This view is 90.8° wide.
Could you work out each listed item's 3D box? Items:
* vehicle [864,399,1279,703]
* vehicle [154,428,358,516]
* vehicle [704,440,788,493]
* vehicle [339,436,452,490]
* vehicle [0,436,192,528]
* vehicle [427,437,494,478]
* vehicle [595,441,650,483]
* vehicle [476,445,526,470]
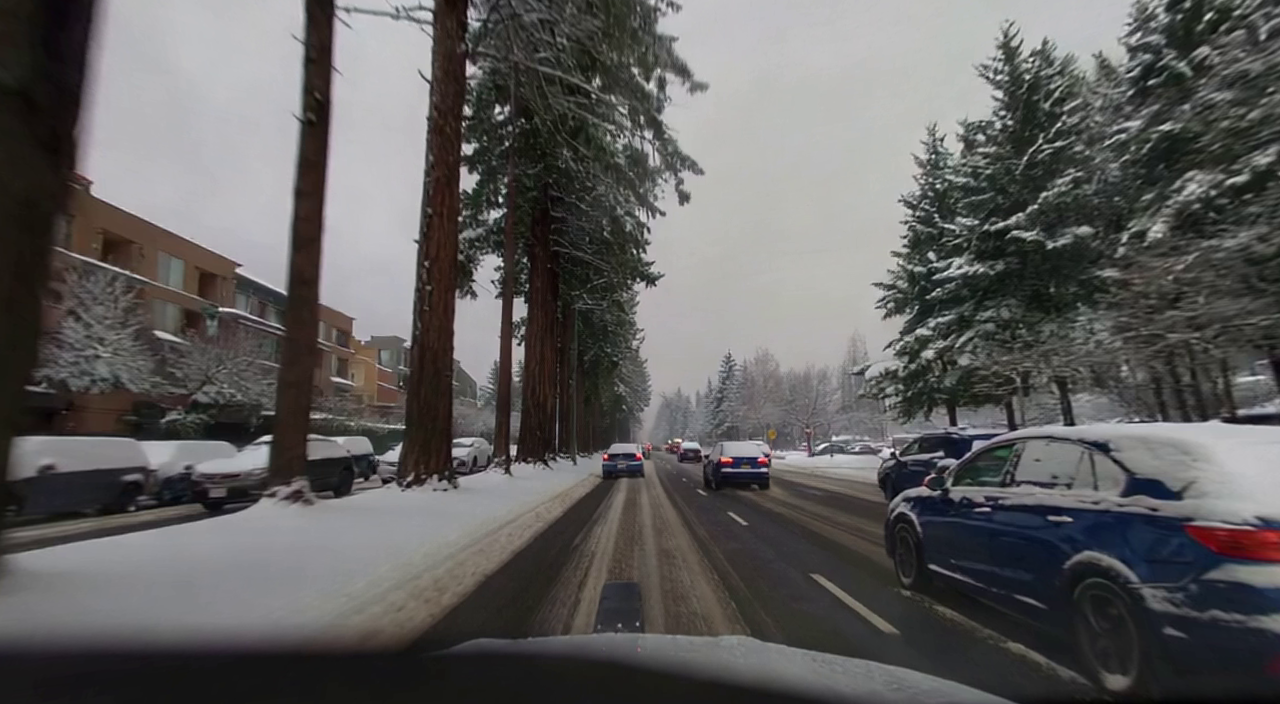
[{"bbox_3d":[3.421,1.210,4.339,2.021,1.471,4.666,0,-8,0],"label":"vehicle"},{"bbox_3d":[-8.820,2.780,15.131,2.105,1.745,4.478,-1,-8,-1],"label":"vehicle"},{"bbox_3d":[3.207,3.539,19.912,1.852,1.498,3.825,0,-9,-2],"label":"vehicle"},{"bbox_3d":[-8.846,4.050,23.434,2.145,1.747,5.014,-1,-8,0],"label":"vehicle"},{"bbox_3d":[-12.496,2.738,13.939,1.980,1.693,4.343,0,-8,0],"label":"vehicle"},{"bbox_3d":[-8.916,5.236,31.781,2.043,1.860,4.656,-1,-8,0],"label":"vehicle"},{"bbox_3d":[-0.638,4.233,24.611,1.994,1.479,3.647,0,-8,0],"label":"vehicle"},{"bbox_3d":[-8.819,6.740,40.486,2.148,1.473,4.709,0,-9,-1],"label":"vehicle"}]
